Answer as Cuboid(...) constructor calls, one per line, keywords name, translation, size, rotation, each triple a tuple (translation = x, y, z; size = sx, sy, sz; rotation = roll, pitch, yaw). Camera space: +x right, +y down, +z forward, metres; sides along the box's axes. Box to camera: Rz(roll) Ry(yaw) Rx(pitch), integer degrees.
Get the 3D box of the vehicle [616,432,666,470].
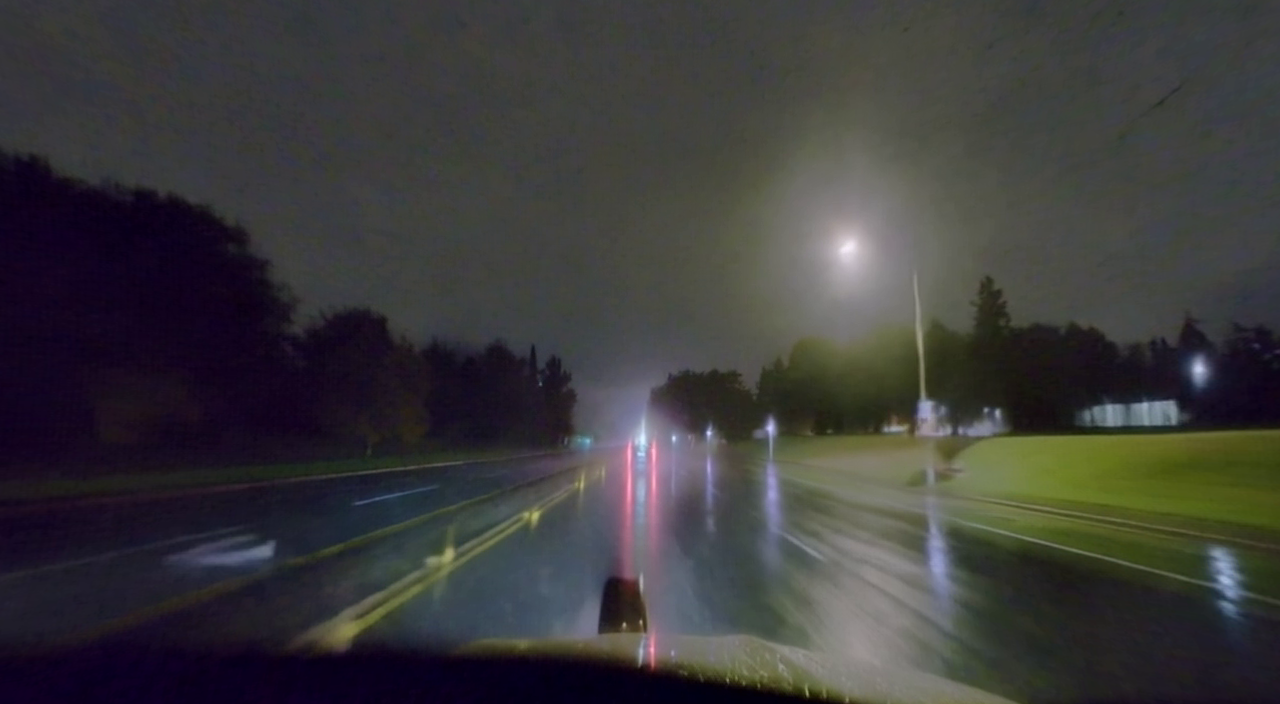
Cuboid(name="vehicle", translation=(0.089, 4.815, 30.619), size=(2.256, 1.734, 4.176), rotation=(0, -9, 1))
